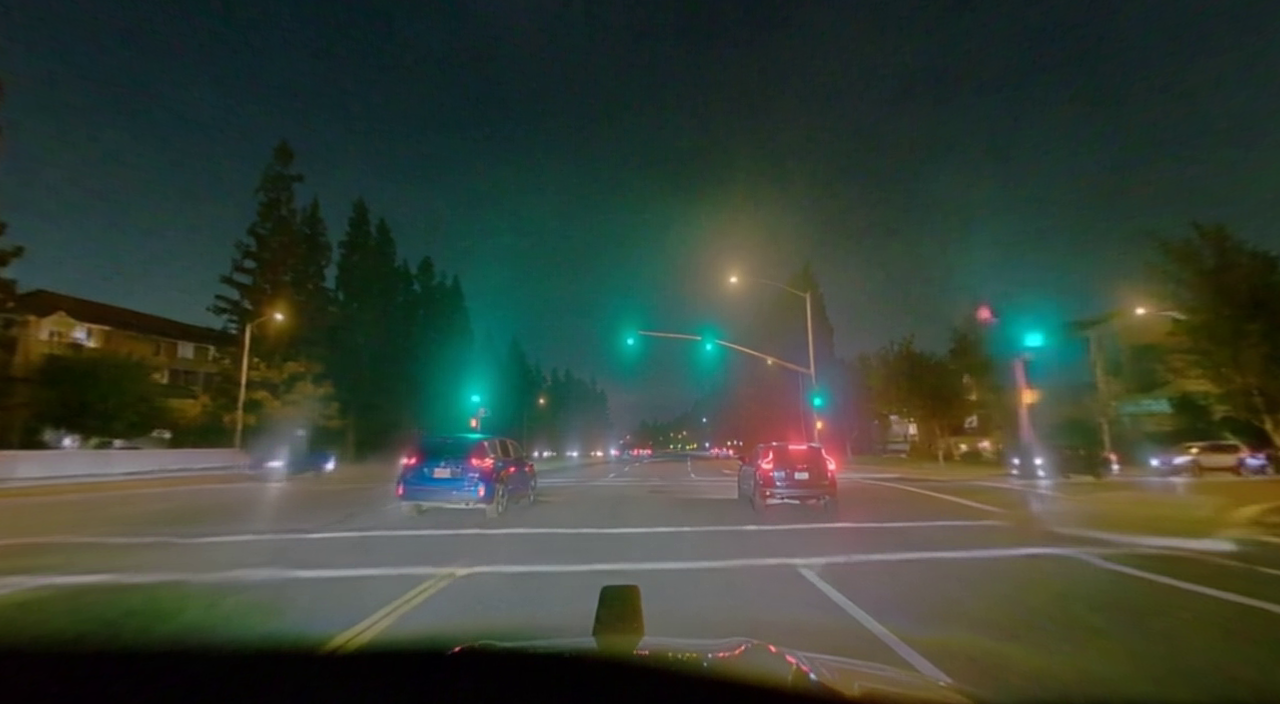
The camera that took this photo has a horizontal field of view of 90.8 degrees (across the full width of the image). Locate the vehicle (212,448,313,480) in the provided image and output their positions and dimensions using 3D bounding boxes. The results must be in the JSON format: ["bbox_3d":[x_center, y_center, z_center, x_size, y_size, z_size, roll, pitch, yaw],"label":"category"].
[{"bbox_3d":[-18.823,5.590,31.842,1.976,1.492,4.758,-1,-8,3],"label":"vehicle"}]

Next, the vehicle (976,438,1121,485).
[{"bbox_3d":[16.404,4.354,25.420,4.922,1.630,2.094,1,-9,-17],"label":"vehicle"}]

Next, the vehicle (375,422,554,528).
[{"bbox_3d":[-3.151,2.327,12.529,2.045,1.688,4.632,-1,-8,2],"label":"vehicle"}]

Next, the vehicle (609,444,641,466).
[{"bbox_3d":[-1.093,7.806,48.040,1.988,1.569,4.202,-1,-8,4],"label":"vehicle"}]

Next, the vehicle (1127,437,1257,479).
[{"bbox_3d":[24.213,4.621,27.733,4.479,1.652,2.174,2,-9,-18],"label":"vehicle"}]

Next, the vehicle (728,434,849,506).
[{"bbox_3d":[3.749,3.060,16.860,2.132,1.659,4.387,0,-8,0],"label":"vehicle"}]
